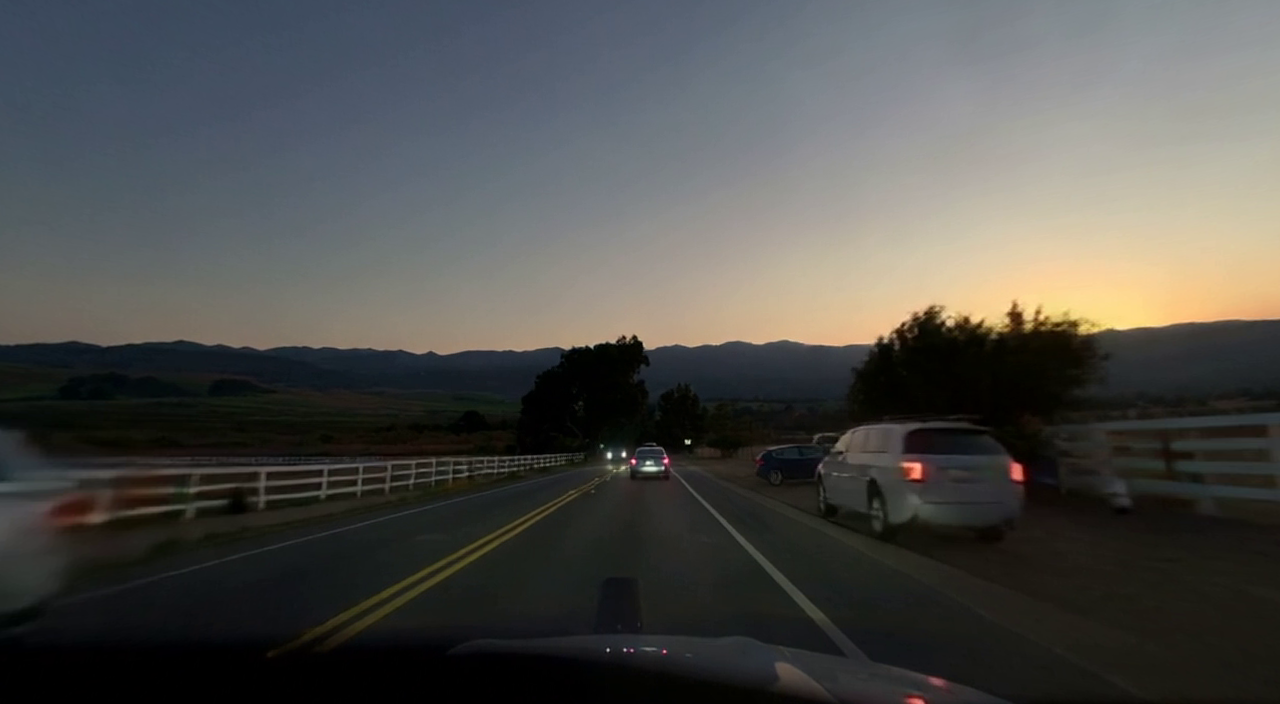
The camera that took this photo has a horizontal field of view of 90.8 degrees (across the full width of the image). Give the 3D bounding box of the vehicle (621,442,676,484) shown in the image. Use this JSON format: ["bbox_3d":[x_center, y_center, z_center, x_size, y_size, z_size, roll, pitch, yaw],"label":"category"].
[{"bbox_3d":[0.359,4.742,27.228,2.158,1.669,4.006,0,-9,1],"label":"vehicle"}]

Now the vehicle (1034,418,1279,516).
[{"bbox_3d":[10.474,2.173,12.298,1.975,1.545,4.333,3,-9,-20],"label":"vehicle"}]

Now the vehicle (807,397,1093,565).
[{"bbox_3d":[4.397,1.934,10.270,2.348,1.969,5.269,-1,-9,5],"label":"vehicle"}]
